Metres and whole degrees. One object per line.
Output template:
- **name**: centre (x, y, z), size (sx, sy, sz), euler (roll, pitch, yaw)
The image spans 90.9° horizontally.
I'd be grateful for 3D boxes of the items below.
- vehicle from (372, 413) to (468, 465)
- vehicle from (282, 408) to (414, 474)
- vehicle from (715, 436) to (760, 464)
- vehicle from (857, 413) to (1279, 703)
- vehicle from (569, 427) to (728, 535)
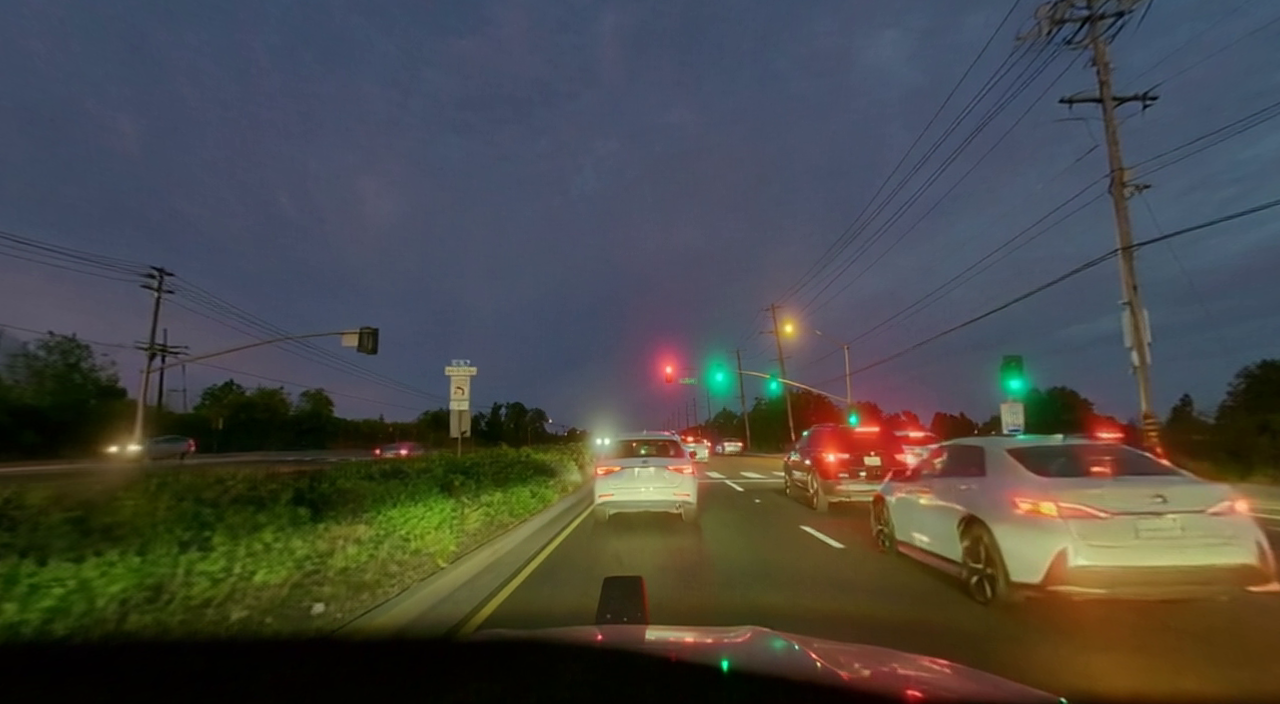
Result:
- **vehicle**: centre (-15.822, 6.473, 46.427), size (3.085, 3.375, 9.783), euler (-1, -8, 3)
- **vehicle**: centre (-16.415, 5.172, 36.403), size (2.934, 3.328, 8.716), euler (-1, -8, 4)
- **vehicle**: centre (5.604, 5.718, 36.835), size (1.995, 1.491, 4.133), euler (0, -8, 1)
- **vehicle**: centre (3.581, 1.347, 5.209), size (2.028, 1.454, 4.531), euler (0, -8, 1)
- **vehicle**: centre (0.141, 2.136, 11.067), size (2.208, 1.498, 4.401), euler (0, -8, 1)
